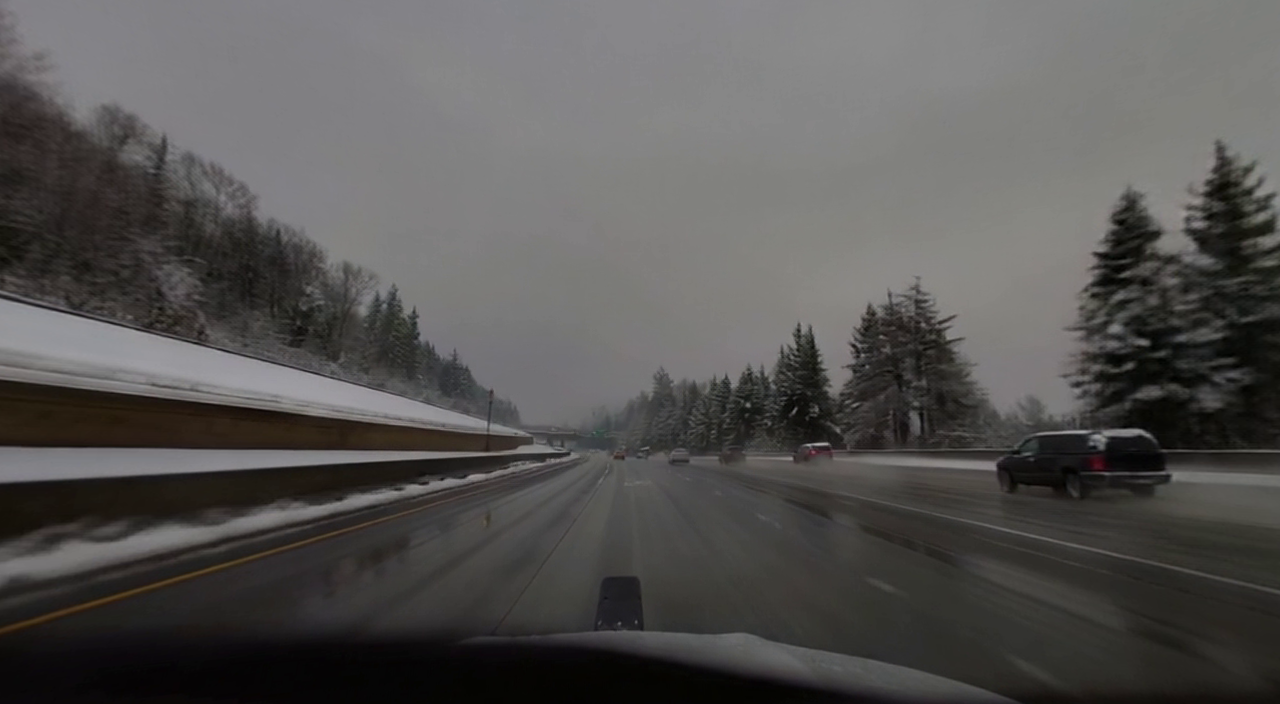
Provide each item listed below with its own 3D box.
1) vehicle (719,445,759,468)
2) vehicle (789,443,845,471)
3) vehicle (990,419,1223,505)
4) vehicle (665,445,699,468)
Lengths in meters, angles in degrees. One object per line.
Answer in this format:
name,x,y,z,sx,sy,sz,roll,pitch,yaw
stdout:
vehicle,6.909,7.321,44.332,1.904,1.488,4.299,0,-8,-3
vehicle,10.654,6.333,38.256,1.987,1.546,4.271,0,-8,-3
vehicle,10.881,2.594,15.252,2.077,1.763,4.472,0,-8,-2
vehicle,2.851,7.218,43.514,1.934,1.491,3.982,0,-8,-3
